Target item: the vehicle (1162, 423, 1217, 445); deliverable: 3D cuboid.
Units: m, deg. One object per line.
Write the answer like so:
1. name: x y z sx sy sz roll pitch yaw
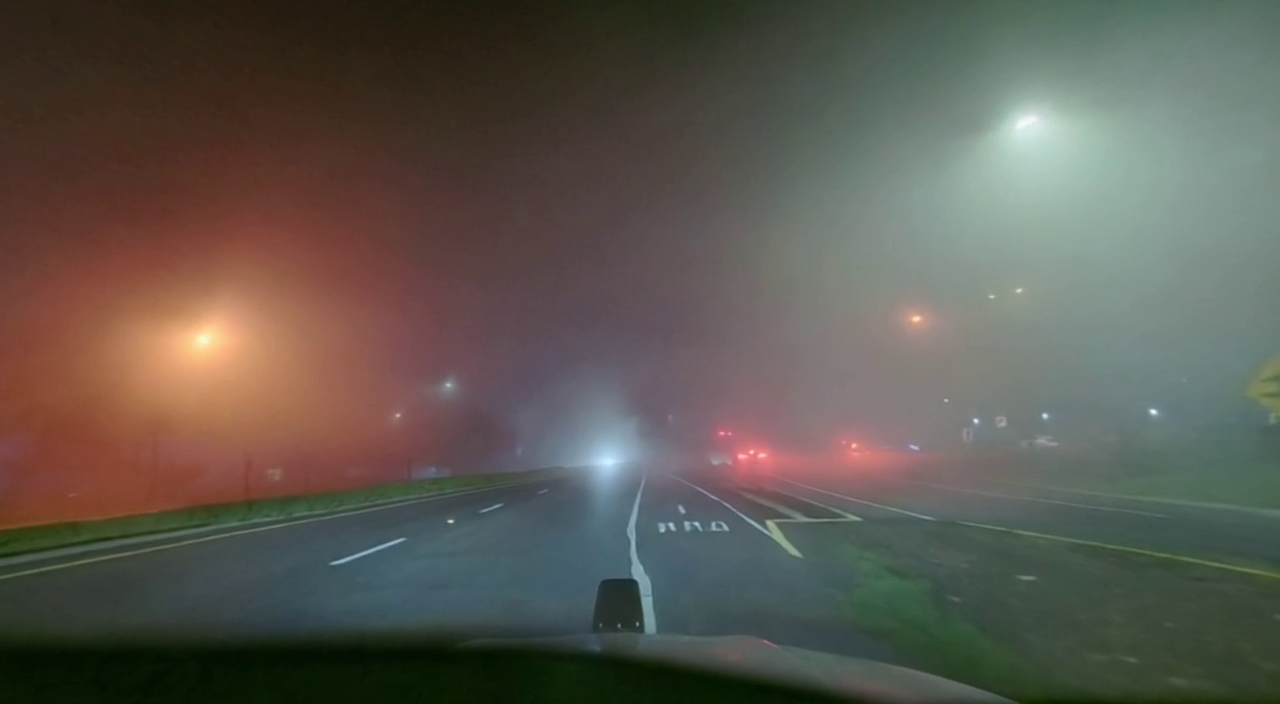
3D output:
1. vehicle: 42.566 6.386 48.922 3.934 1.573 1.856 5 -10 -29

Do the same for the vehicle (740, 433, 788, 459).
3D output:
1. vehicle: 7.608 5.803 39.016 2.048 1.516 3.874 0 -8 -2

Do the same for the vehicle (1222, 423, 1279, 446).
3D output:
1. vehicle: 41.523 5.516 42.084 3.580 1.433 1.872 0 -9 0
